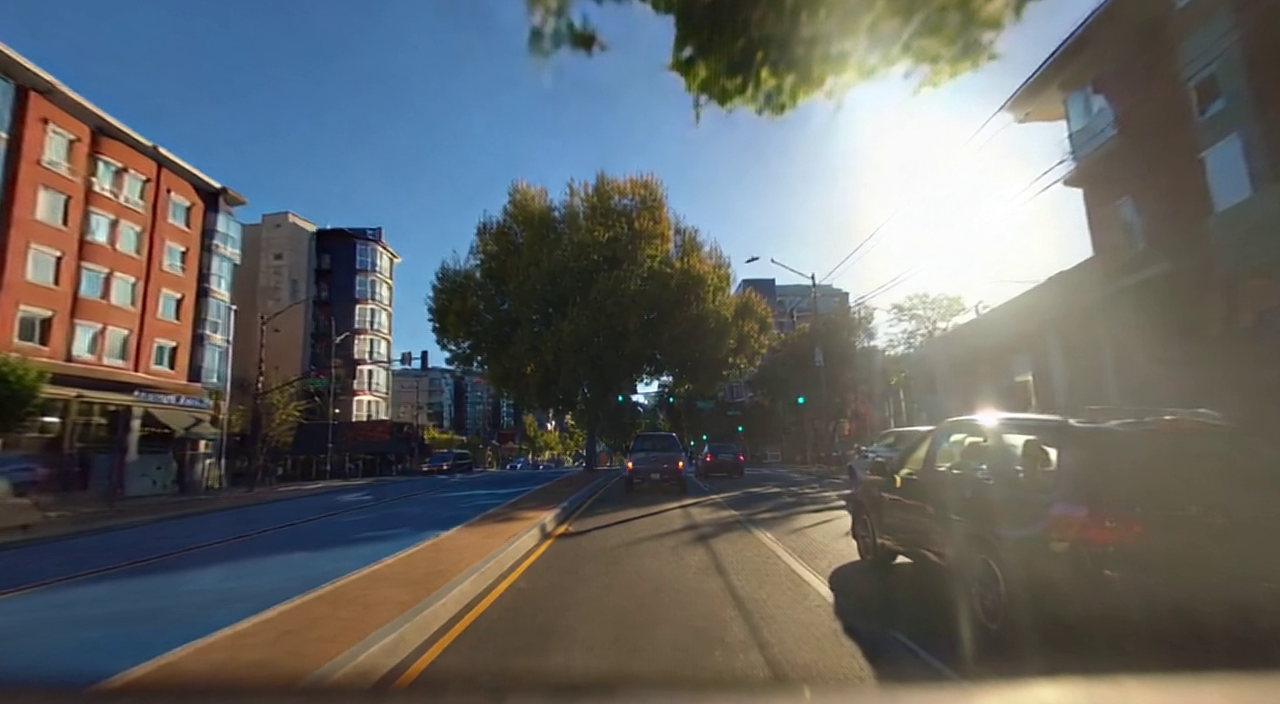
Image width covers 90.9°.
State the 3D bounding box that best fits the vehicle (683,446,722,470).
[{"bbox_3d":[3.888,6.651,39.767,2.045,1.465,4.355,0,-9,0],"label":"vehicle"}]

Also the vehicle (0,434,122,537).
[{"bbox_3d":[-14.285,2.627,12.282,2.640,2.054,6.504,-1,-9,3],"label":"vehicle"}]

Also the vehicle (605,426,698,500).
[{"bbox_3d":[0.292,2.956,17.146,2.209,1.748,4.130,0,-9,1],"label":"vehicle"}]

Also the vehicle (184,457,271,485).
[{"bbox_3d":[-28.823,8.302,44.199,4.558,1.818,2.120,0,-9,1],"label":"vehicle"}]

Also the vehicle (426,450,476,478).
[{"bbox_3d":[-13.289,7.866,44.608,1.914,1.889,4.585,0,-9,2],"label":"vehicle"}]

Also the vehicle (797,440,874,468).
[{"bbox_3d":[14.623,7.654,47.534,5.156,2.005,2.122,-1,-9,7],"label":"vehicle"}]

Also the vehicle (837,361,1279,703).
[{"bbox_3d":[3.218,1.215,5.119,1.939,1.746,4.091,0,-9,1],"label":"vehicle"}]
